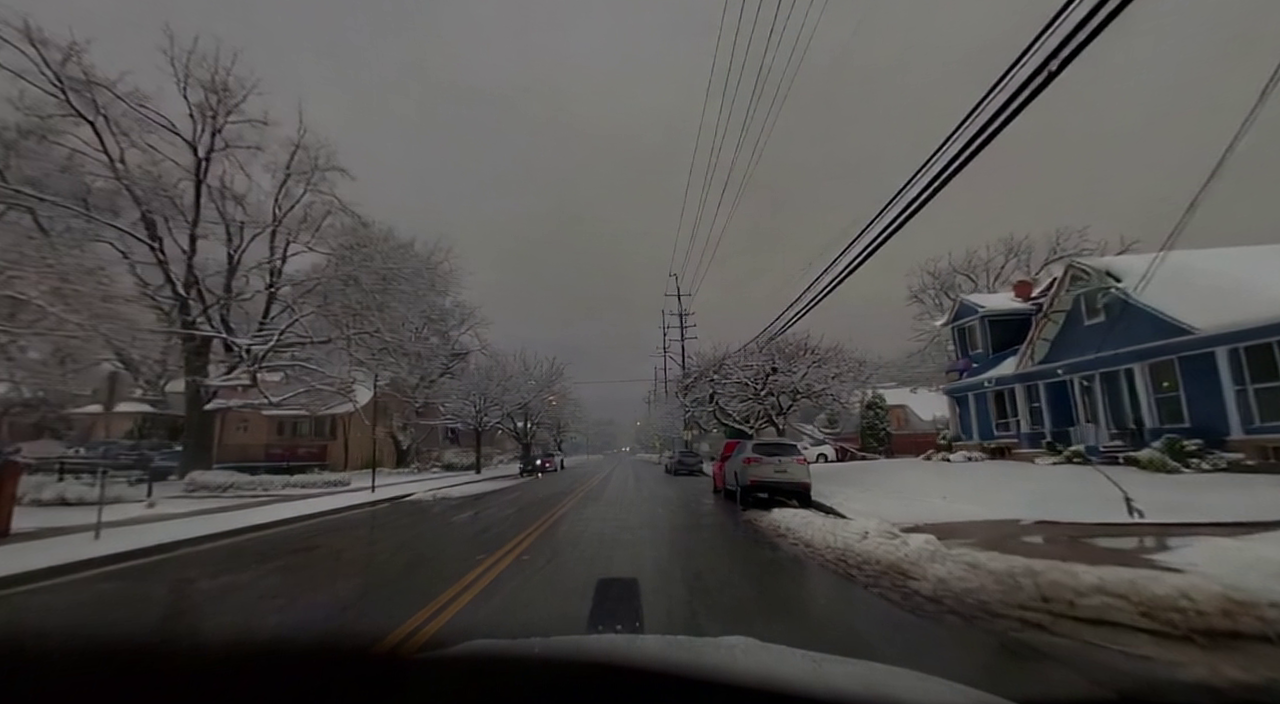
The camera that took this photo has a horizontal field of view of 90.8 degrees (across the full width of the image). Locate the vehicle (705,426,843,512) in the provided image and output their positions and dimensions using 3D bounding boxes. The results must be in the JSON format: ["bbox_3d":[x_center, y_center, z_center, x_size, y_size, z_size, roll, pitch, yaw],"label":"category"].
[{"bbox_3d":[3.231,2.946,16.531,2.114,1.858,5.144,0,-8,-4],"label":"vehicle"}]

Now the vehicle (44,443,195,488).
[{"bbox_3d":[-22.253,4.827,27.380,2.139,1.746,5.099,0,-8,1],"label":"vehicle"}]

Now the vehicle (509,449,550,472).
[{"bbox_3d":[-7.604,7.529,44.077,1.956,1.515,4.607,0,-8,1],"label":"vehicle"}]
